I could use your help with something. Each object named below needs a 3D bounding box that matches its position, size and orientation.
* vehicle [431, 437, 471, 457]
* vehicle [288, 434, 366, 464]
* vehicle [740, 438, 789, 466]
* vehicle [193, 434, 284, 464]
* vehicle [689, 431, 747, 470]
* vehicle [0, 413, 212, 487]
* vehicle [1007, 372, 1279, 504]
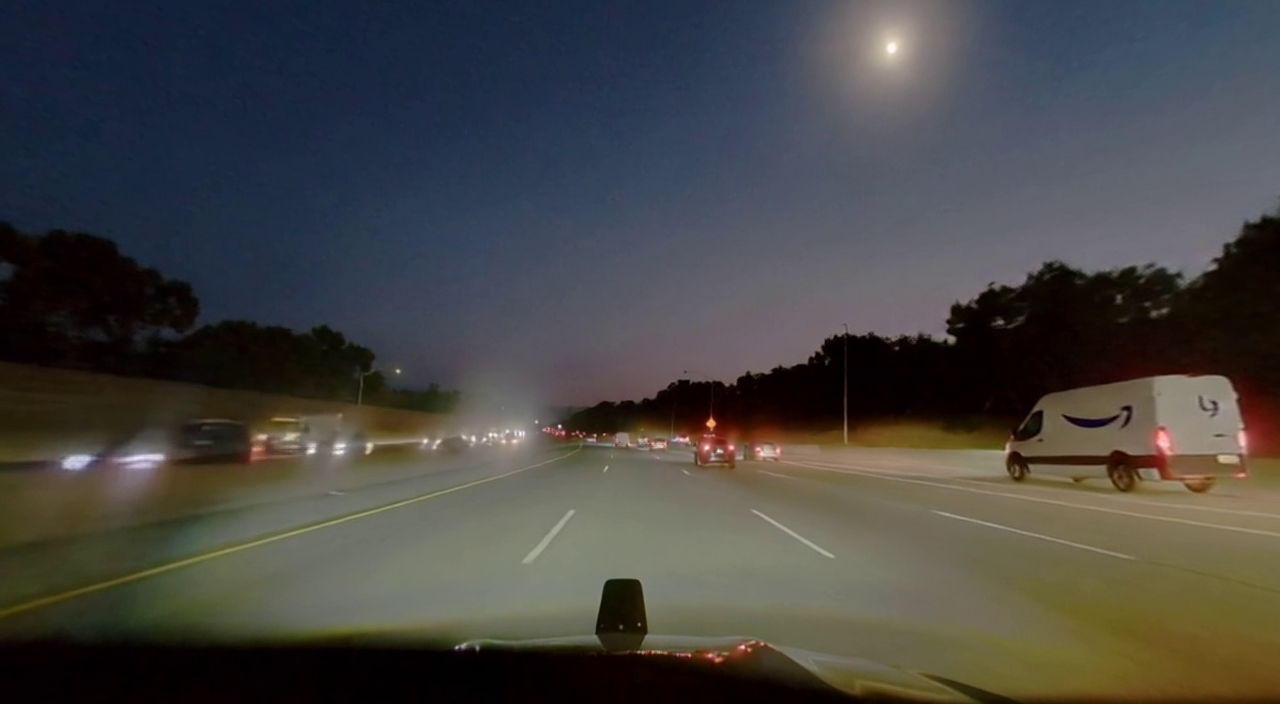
[{"bbox_3d":[-14.806,7.475,49.664,1.859,1.472,4.558,0,-9,-1],"label":"vehicle"},{"bbox_3d":[-17.323,5.393,35.189,1.973,1.505,4.796,0,-9,-1],"label":"vehicle"},{"bbox_3d":[7.051,5.716,36.073,1.798,1.473,4.077,0,-9,-2],"label":"vehicle"},{"bbox_3d":[-21.691,5.263,34.323,1.883,1.491,4.682,0,-9,-1],"label":"vehicle"},{"bbox_3d":[3.731,4.825,30.958,2.141,1.732,4.279,0,-9,-2],"label":"vehicle"},{"bbox_3d":[-13.297,2.422,15.661,2.170,1.567,4.506,0,-9,0],"label":"vehicle"},{"bbox_3d":[13.171,2.338,16.892,2.274,2.802,6.802,0,-9,-3],"label":"vehicle"}]
